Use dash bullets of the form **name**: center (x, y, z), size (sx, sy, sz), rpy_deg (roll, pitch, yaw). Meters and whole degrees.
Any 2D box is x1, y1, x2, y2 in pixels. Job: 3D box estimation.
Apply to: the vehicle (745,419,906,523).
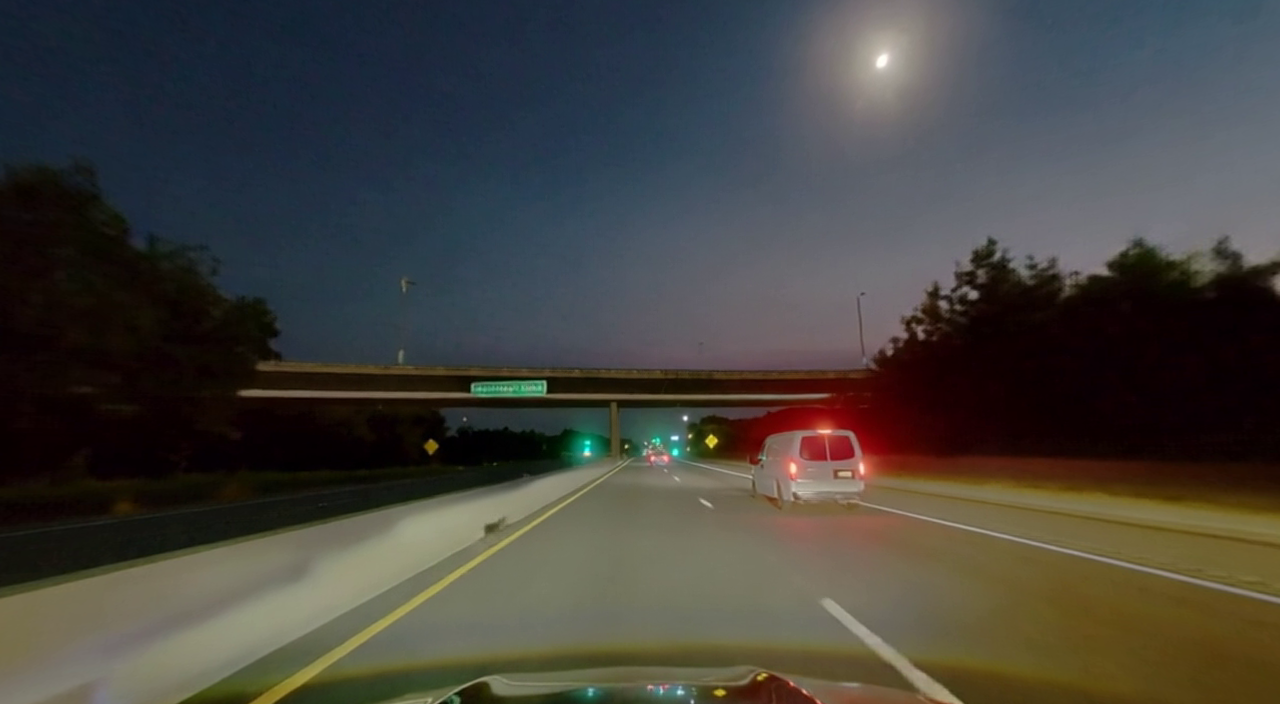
- **vehicle**: center (4.053, 2.734, 14.989), size (2.152, 1.998, 5.380), rpy_deg (0, -9, 0)
